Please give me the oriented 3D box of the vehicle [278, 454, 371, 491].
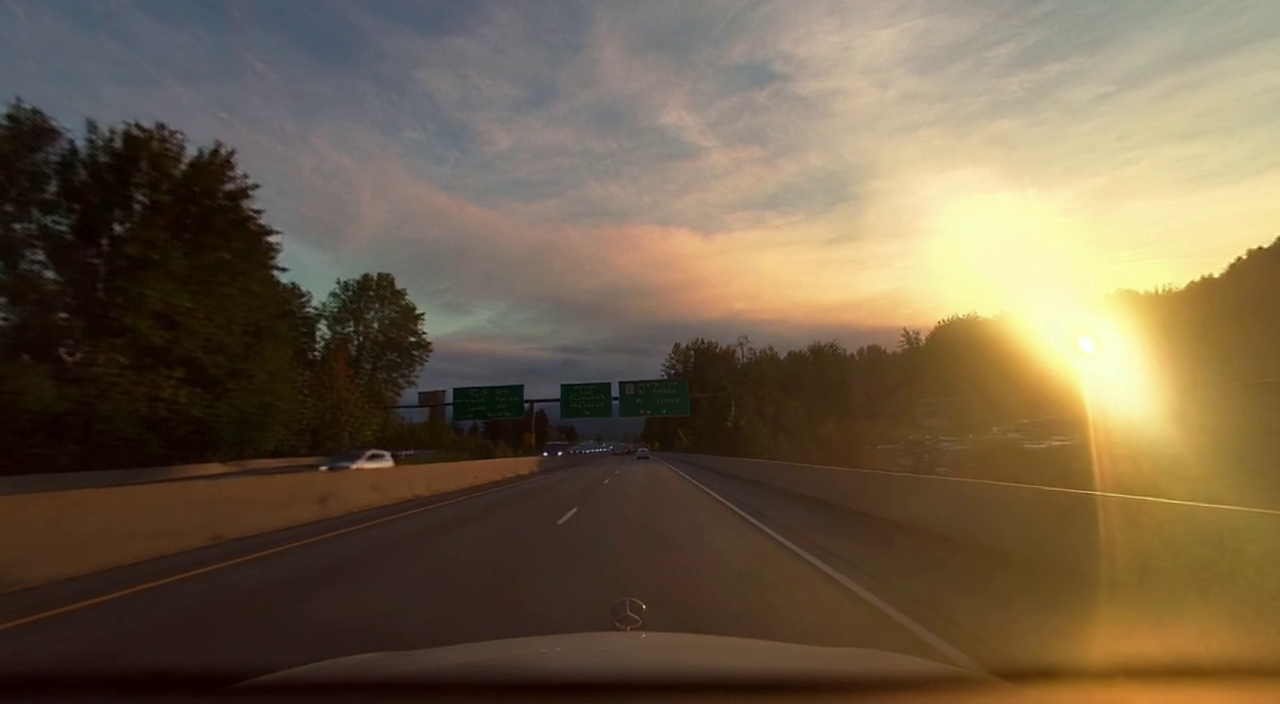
[{"bbox_3d":[-13.820,5.278,27.884,1.915,1.471,4.127,0,-9,0],"label":"vehicle"}]
